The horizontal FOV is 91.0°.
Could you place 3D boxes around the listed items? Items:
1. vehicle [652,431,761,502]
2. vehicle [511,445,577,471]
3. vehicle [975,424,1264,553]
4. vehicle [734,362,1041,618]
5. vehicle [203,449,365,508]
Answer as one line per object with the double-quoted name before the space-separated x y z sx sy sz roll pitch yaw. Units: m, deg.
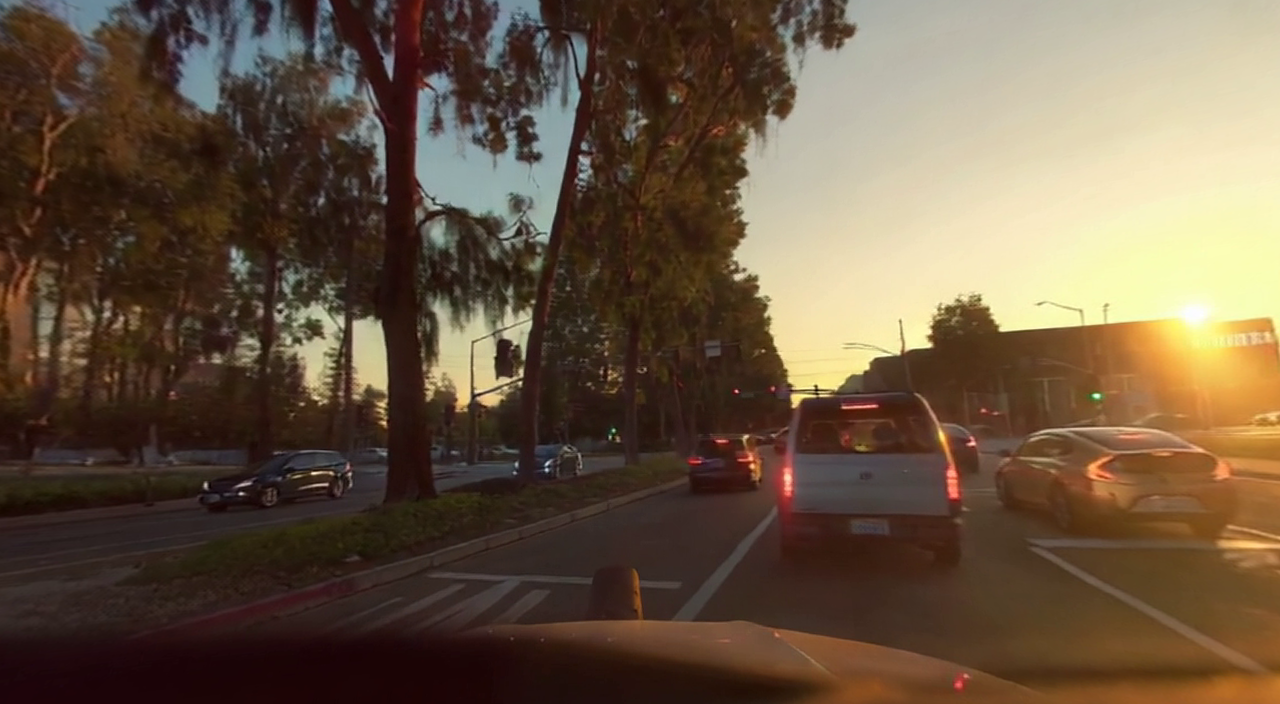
"vehicle" 1.810 2.791 15.800 2.010 1.515 4.152 -3 -9 15
"vehicle" -5.984 6.668 39.911 2.005 1.489 4.650 -4 -9 21
"vehicle" 6.658 1.887 9.420 1.862 1.451 4.083 -2 -9 14
"vehicle" 2.479 1.373 7.167 2.188 1.892 4.488 -3 -9 15
"vehicle" -11.699 4.137 21.129 2.018 1.715 4.451 -3 -9 17
